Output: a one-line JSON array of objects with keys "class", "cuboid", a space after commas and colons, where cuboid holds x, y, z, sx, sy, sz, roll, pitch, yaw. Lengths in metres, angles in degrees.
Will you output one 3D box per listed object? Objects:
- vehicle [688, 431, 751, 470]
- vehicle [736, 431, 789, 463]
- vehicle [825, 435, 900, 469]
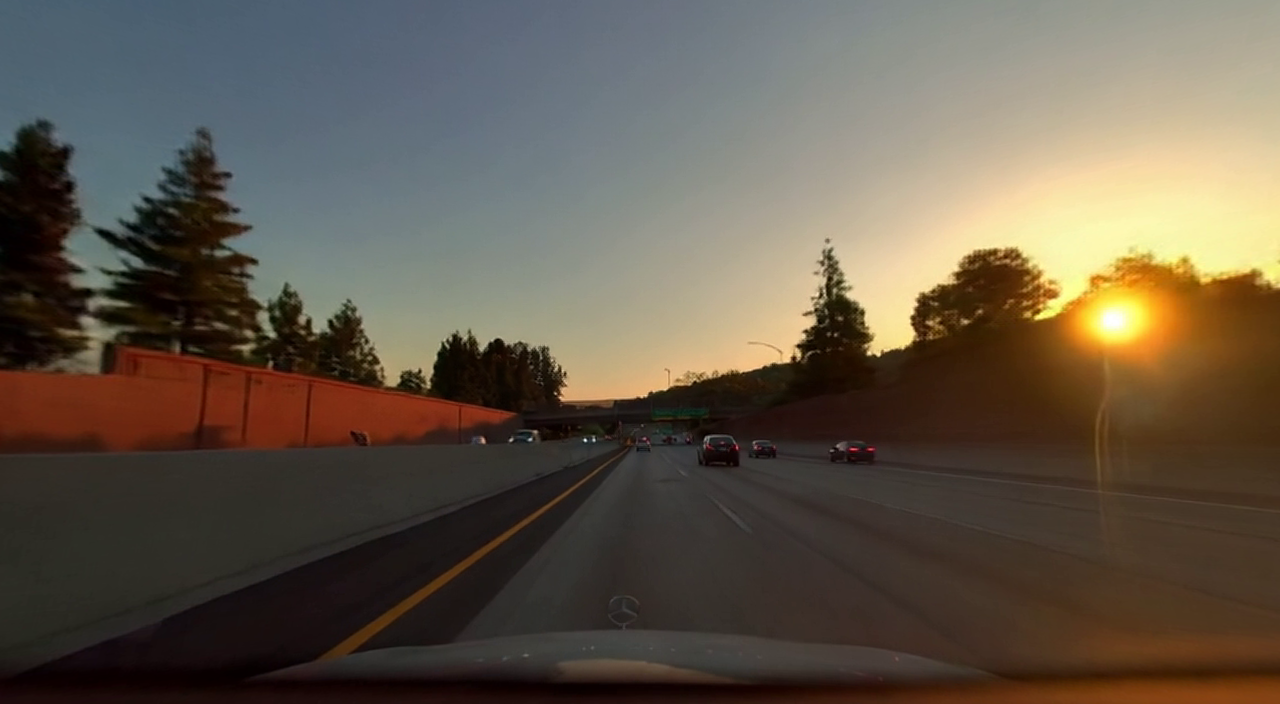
[{"class": "vehicle", "cuboid": [3.560, 4.509, 29.143, 2.326, 1.644, 4.206, 0, -8, -1]}, {"class": "vehicle", "cuboid": [7.185, 5.626, 37.403, 2.178, 1.749, 4.570, 0, -8, 0]}, {"class": "vehicle", "cuboid": [10.512, 4.744, 30.170, 1.970, 1.479, 4.480, 0, -8, 0]}]
